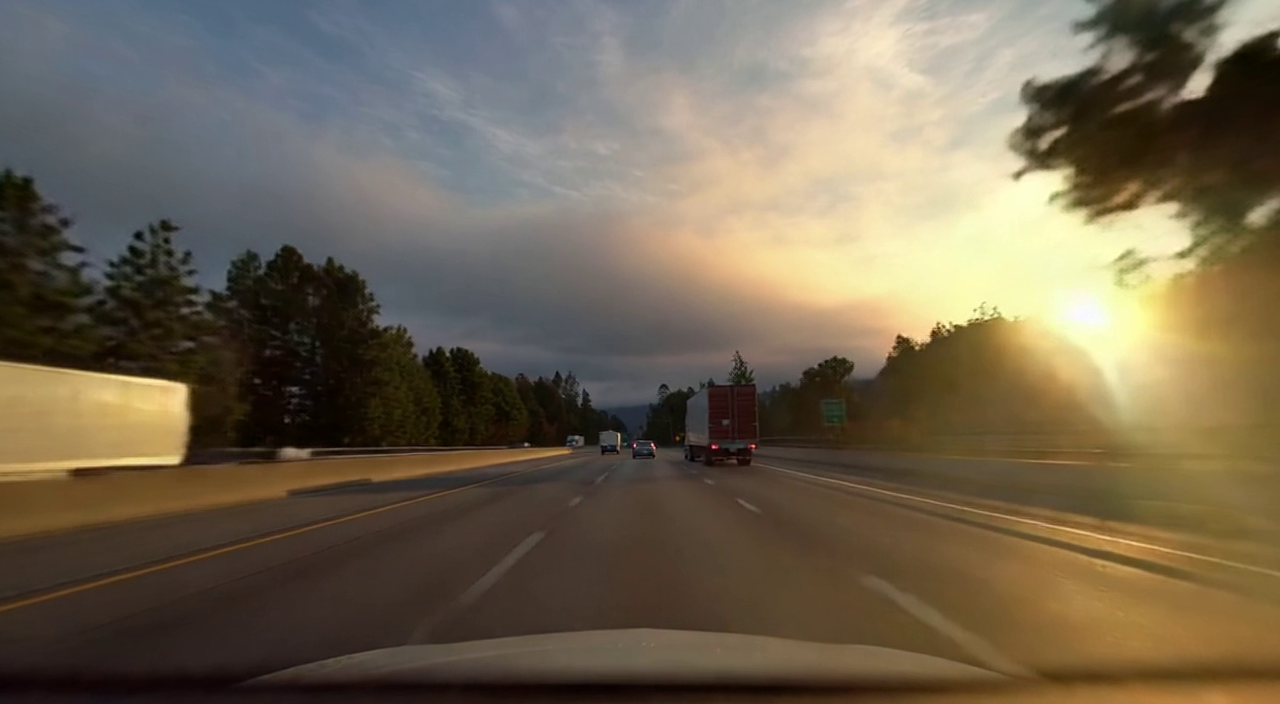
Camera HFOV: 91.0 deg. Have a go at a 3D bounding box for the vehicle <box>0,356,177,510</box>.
[{"bbox_3d":[-18.611,2.586,19.704,2.938,4.072,6.513,0,-8,1],"label":"vehicle"}]

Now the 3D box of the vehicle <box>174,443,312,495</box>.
[{"bbox_3d":[-13.723,4.026,22.154,1.935,1.585,4.549,0,-8,-1],"label":"vehicle"}]

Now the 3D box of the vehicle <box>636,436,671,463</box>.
[{"bbox_3d":[0.822,6.181,40.040,2.139,1.607,4.034,0,-8,0],"label":"vehicle"}]

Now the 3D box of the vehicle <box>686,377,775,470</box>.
[{"bbox_3d":[4.571,4.194,35.443,3.005,4.131,14.221,0,-8,0],"label":"vehicle"}]
